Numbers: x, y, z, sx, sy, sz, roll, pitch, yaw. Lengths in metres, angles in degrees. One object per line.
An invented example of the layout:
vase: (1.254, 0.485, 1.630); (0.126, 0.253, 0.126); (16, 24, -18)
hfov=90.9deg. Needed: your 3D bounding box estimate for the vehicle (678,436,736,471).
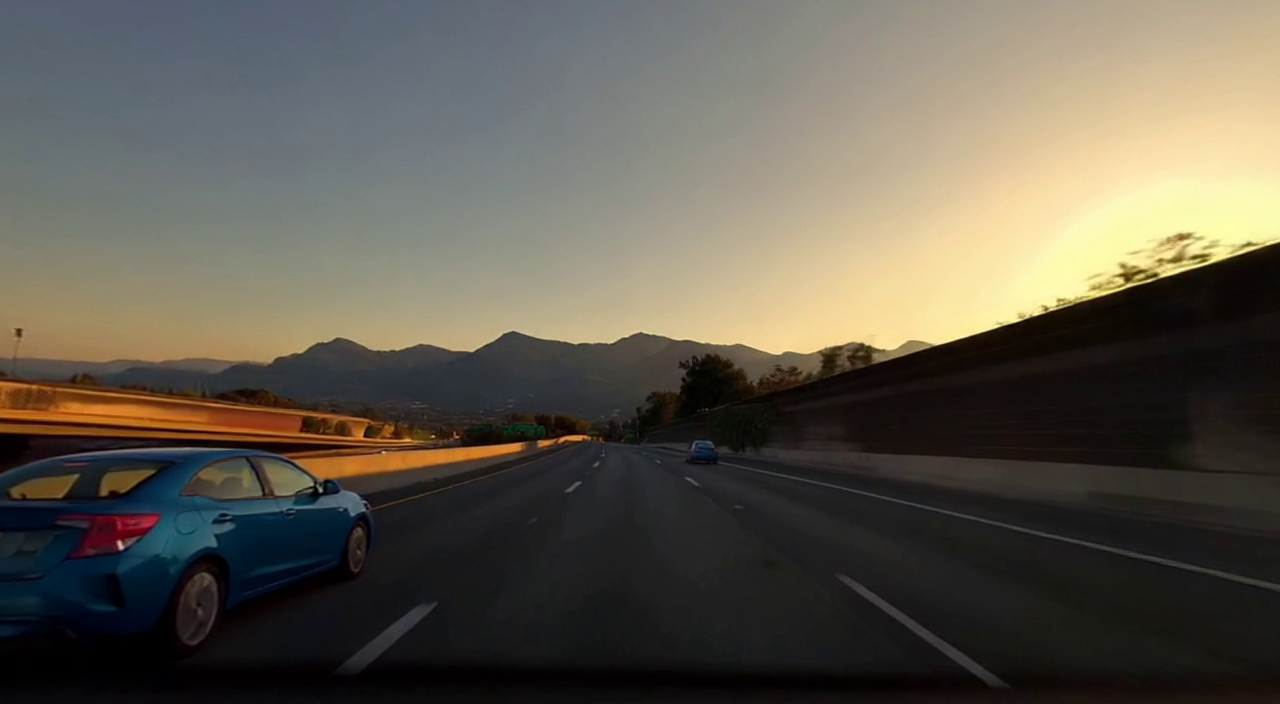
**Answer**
vehicle: (2.906, 4.543, 28.367); (1.985, 1.440, 4.466); (0, -8, -2)
